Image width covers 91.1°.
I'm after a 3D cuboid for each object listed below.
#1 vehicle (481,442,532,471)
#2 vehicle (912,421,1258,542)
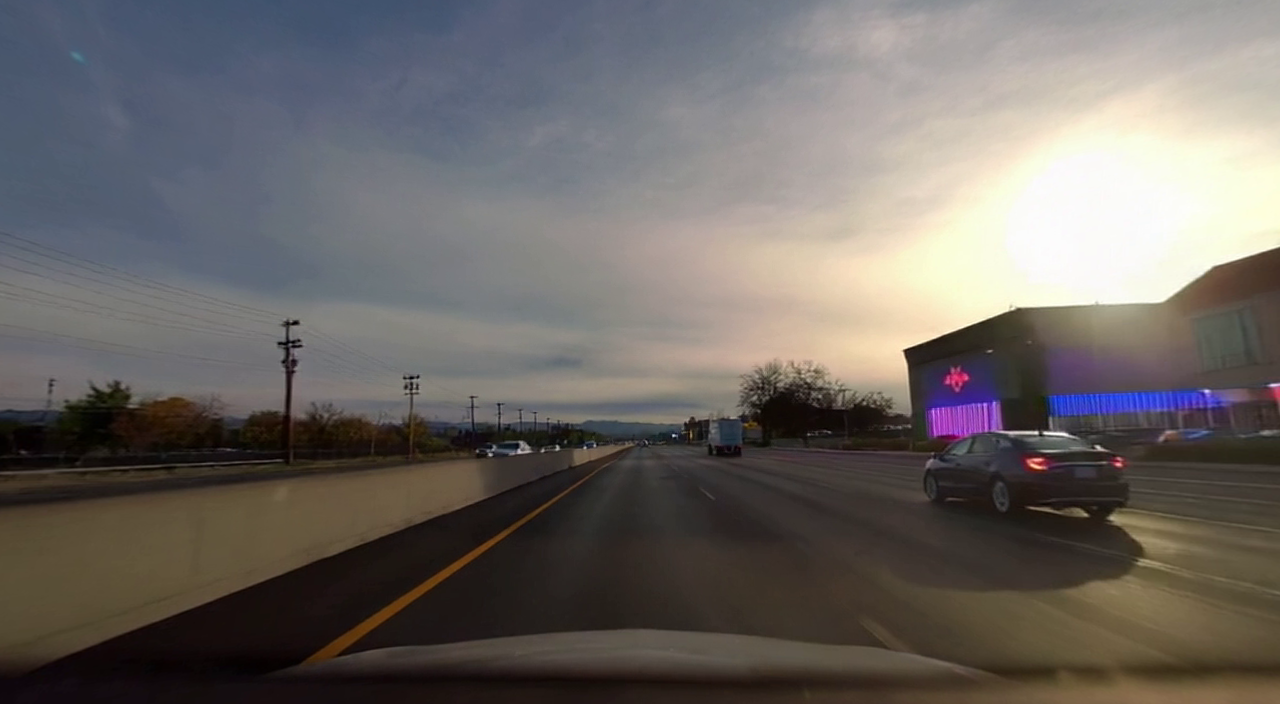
[{"bbox_3d":[-7.361,5.771,35.040,1.831,1.486,4.449,0,-8,1],"label":"vehicle"},{"bbox_3d":[6.766,2.019,10.543,2.079,1.518,5.032,0,-8,-1],"label":"vehicle"}]
